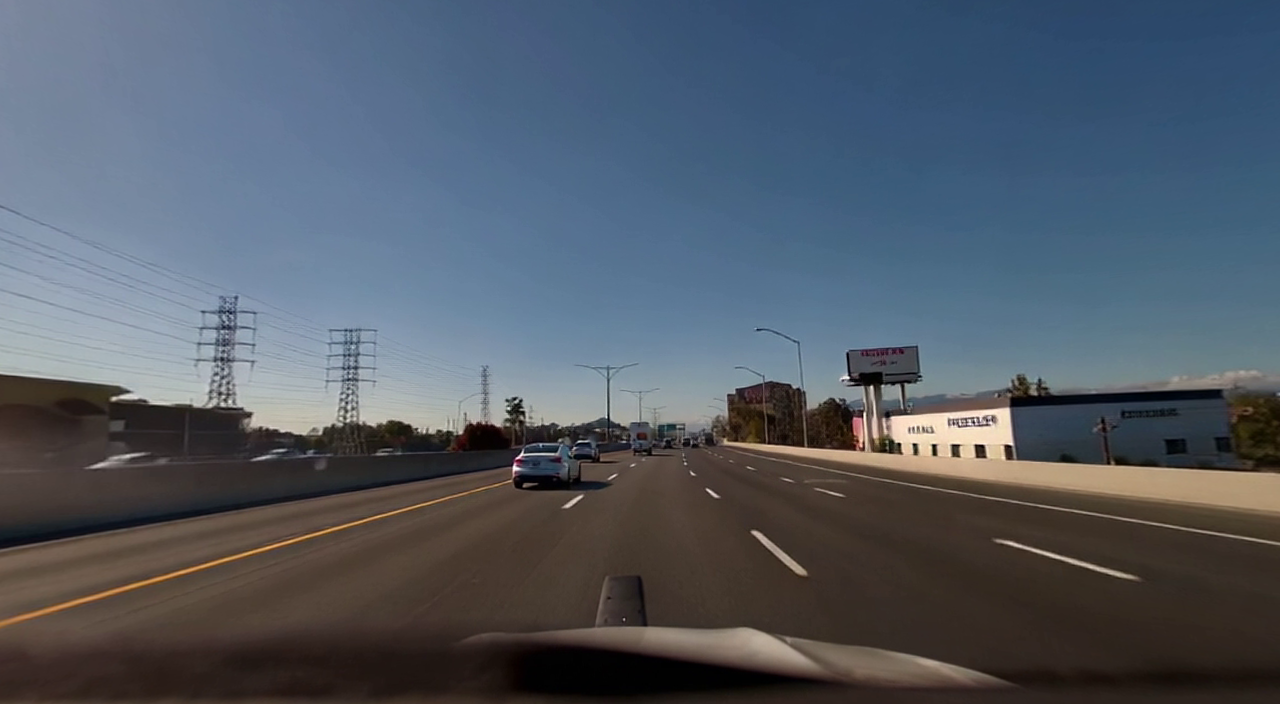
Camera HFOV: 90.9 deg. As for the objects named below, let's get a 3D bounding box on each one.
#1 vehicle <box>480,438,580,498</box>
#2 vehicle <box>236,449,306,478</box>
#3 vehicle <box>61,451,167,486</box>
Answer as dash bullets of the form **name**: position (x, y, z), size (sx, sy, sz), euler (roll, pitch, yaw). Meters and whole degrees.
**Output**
- **vehicle**: position (-2.838, 3.093, 17.210), size (1.891, 1.444, 3.968), euler (0, -8, 2)
- **vehicle**: position (-19.140, 5.754, 32.828), size (1.472, 1.365, 3.348), euler (-1, -8, 3)
- **vehicle**: position (-23.033, 5.096, 27.804), size (1.605, 1.392, 3.428), euler (0, -8, 2)
